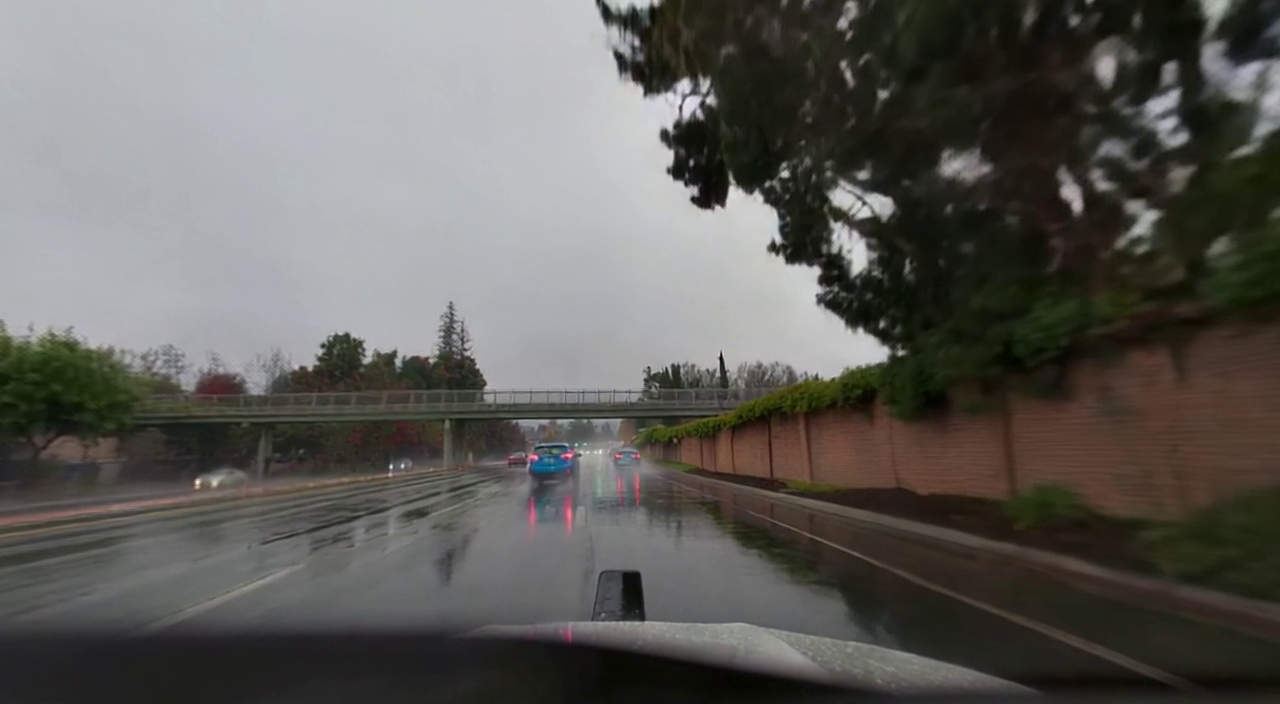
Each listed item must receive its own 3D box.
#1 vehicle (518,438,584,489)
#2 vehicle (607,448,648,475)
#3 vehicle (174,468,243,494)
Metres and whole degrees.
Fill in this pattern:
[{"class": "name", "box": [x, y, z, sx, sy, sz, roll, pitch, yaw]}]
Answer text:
[{"class": "vehicle", "box": [-3.373, 4.310, 24.782, 2.223, 1.771, 4.581, 1, -9, -4]}, {"class": "vehicle", "box": [-0.823, 6.696, 38.832, 2.205, 1.509, 4.272, 1, -9, -5]}, {"class": "vehicle", "box": [-29.473, 8.821, 43.339, 1.769, 1.473, 4.539, 0, -9, -3]}]
